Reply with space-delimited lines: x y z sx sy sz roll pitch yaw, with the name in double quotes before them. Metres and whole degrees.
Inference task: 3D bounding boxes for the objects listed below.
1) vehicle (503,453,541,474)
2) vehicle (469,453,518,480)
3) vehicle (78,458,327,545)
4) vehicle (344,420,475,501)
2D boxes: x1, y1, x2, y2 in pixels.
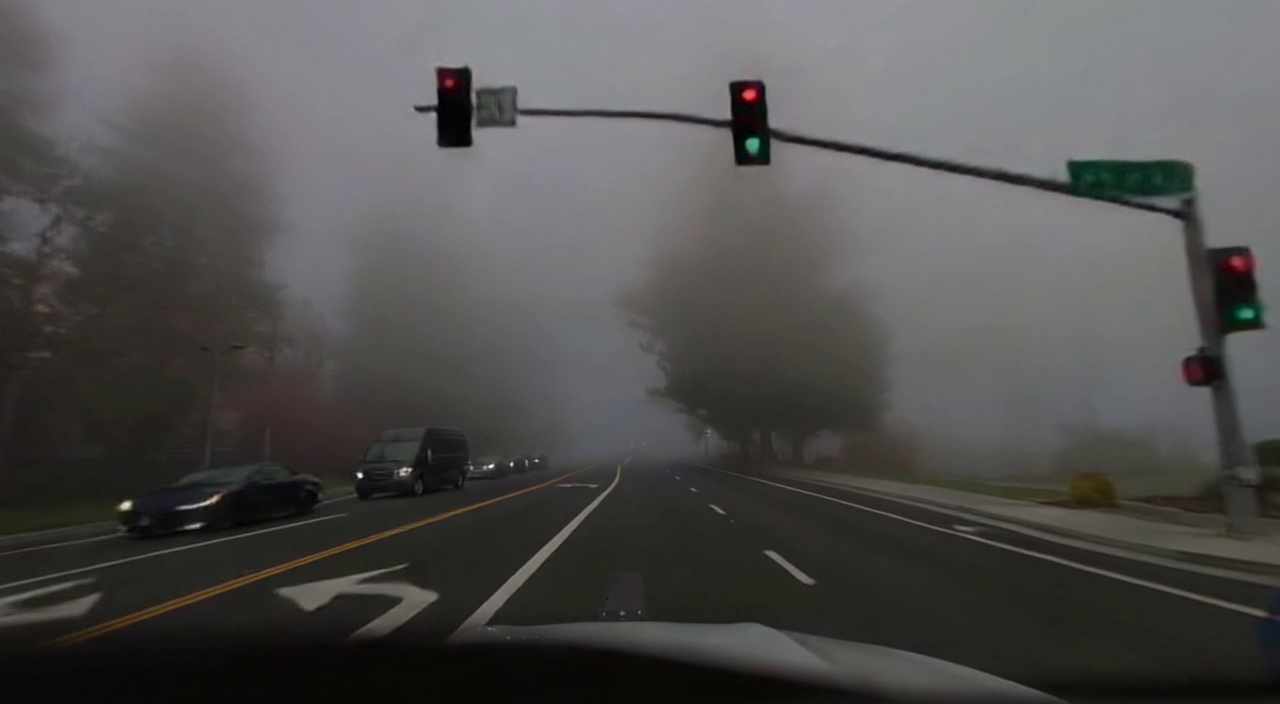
"vehicle" -8.810 8.366 47.512 1.940 1.452 4.441 -1 -9 1
"vehicle" -8.861 6.943 38.567 1.959 1.469 4.369 0 -9 0
"vehicle" -9.081 3.100 13.781 2.190 1.455 4.516 0 -9 0
"vehicle" -8.805 4.222 25.089 2.617 2.736 6.621 0 -9 0
